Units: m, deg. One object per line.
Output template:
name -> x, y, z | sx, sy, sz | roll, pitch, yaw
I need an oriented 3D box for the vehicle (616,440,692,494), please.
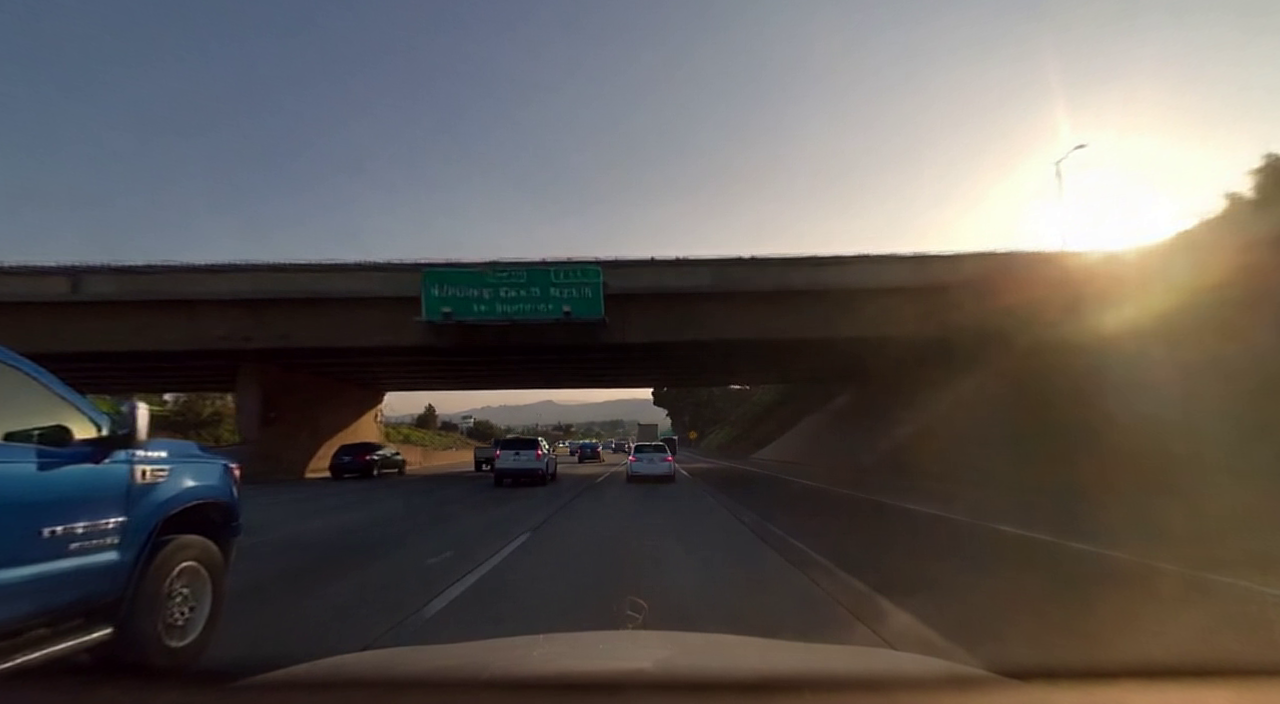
vehicle -> 0.380, 3.406, 19.096 | 2.054, 1.421, 4.090 | 0, -8, 0

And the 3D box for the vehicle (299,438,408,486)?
vehicle -> -10.511, 4.045, 23.558 | 1.941, 1.602, 4.277 | 0, -8, 2

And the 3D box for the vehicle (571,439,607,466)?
vehicle -> -3.217, 6.391, 40.346 | 1.897, 1.646, 4.049 | 0, -8, 1

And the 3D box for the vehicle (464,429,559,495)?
vehicle -> -3.708, 3.248, 18.979 | 1.903, 1.721, 4.210 | 0, -8, 1

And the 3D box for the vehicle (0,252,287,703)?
vehicle -> -3.507, 0.494, 1.055 | 2.269, 2.060, 5.933 | 0, -8, 1
